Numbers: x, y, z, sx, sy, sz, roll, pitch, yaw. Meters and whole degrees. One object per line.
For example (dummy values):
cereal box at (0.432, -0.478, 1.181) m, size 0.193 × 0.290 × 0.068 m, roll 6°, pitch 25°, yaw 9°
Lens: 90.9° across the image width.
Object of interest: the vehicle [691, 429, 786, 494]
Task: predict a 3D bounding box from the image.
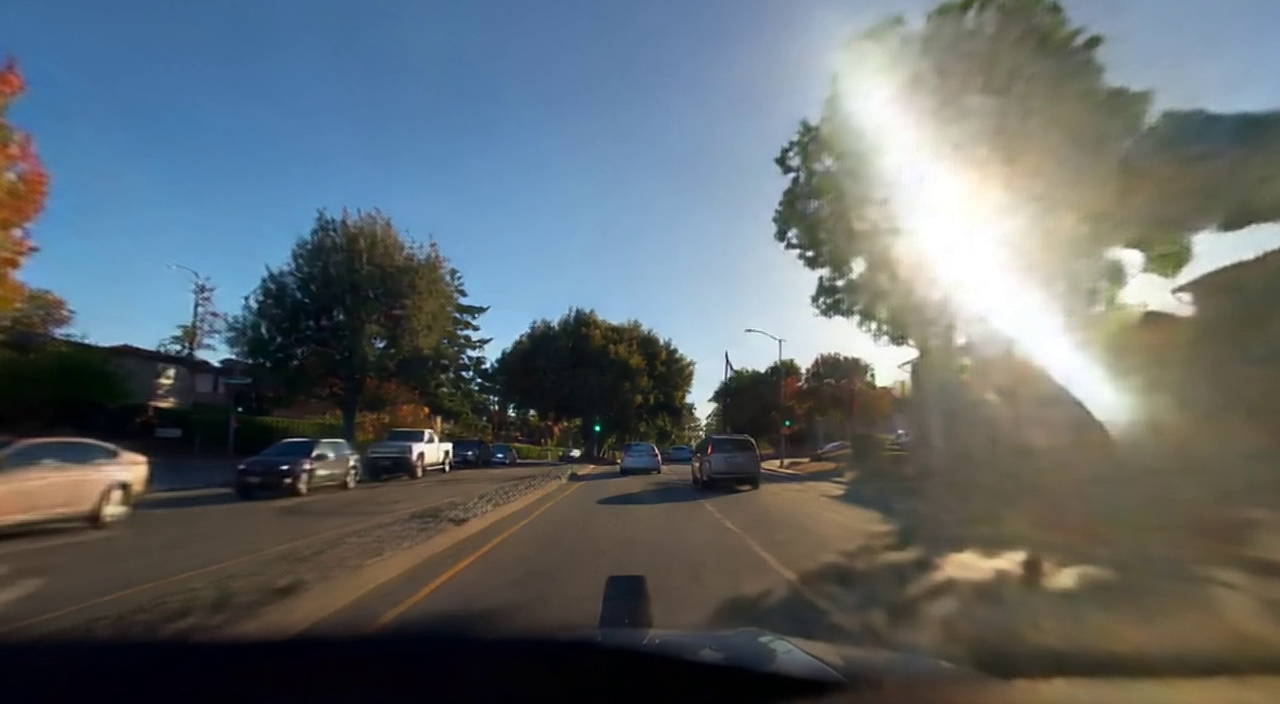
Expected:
vehicle at (2.934, 3.379, 19.792) m, size 2.166 × 1.799 × 4.372 m, roll 0°, pitch -8°, yaw -1°

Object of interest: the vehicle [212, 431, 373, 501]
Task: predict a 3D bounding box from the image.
vehicle at (-9.288, 3.054, 17.359) m, size 1.988 × 1.663 × 4.316 m, roll 0°, pitch -8°, yaw -1°

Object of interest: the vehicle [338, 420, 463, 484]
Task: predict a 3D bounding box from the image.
vehicle at (-9.055, 3.883, 24.784) m, size 2.037 × 2.113 × 7.185 m, roll 0°, pitch -8°, yaw 1°

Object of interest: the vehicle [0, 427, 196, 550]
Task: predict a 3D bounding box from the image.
vehicle at (-9.022, 1.828, 8.688) m, size 2.140 × 1.510 × 5.005 m, roll 0°, pitch -8°, yaw 0°

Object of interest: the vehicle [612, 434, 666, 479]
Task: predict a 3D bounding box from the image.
vehicle at (-0.069, 4.606, 28.001) m, size 2.185 × 1.822 × 4.391 m, roll 0°, pitch -8°, yaw -1°

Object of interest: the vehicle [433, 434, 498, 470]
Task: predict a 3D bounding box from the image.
vehicle at (-9.091, 5.270, 33.353) m, size 1.893 × 1.735 × 5.318 m, roll 0°, pitch -8°, yaw 0°
